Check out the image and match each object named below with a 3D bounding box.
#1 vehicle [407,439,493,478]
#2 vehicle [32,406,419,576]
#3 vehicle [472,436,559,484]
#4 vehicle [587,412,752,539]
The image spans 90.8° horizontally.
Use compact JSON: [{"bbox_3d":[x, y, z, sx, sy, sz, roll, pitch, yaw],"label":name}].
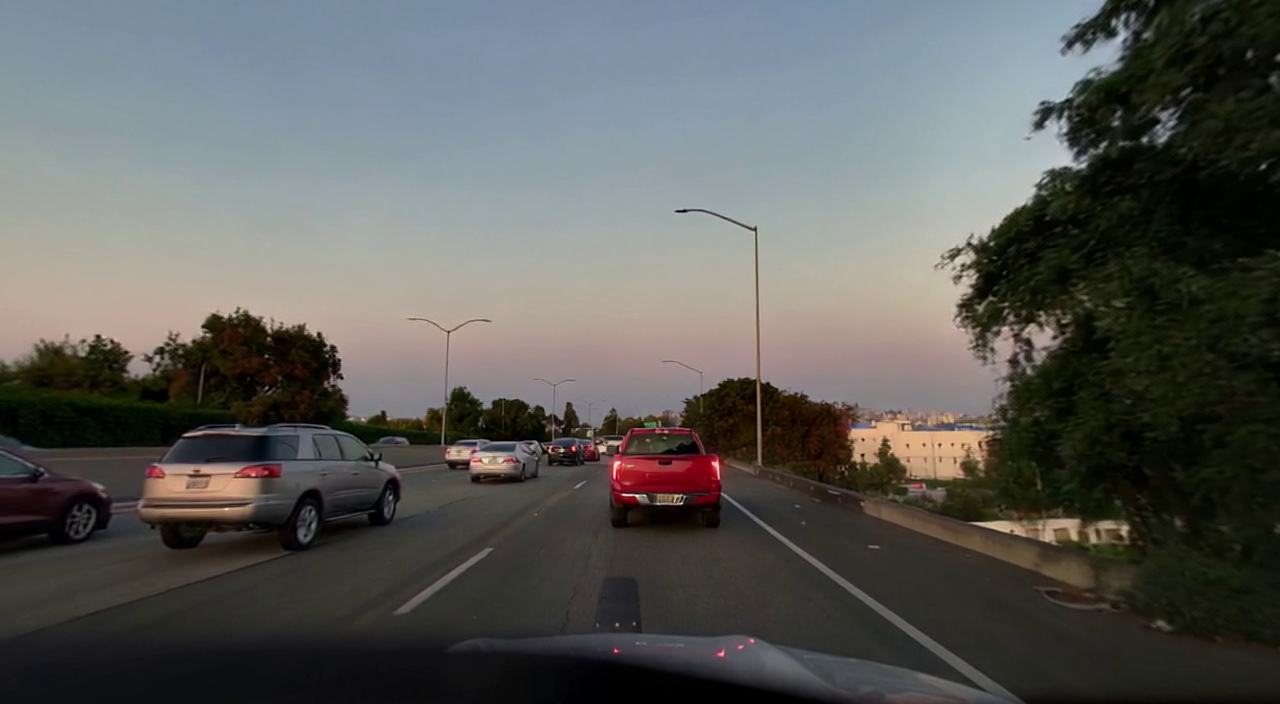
[{"bbox_3d":[-7.745,4.366,26.205,1.925,1.454,4.270,-1,-9,5],"label":"vehicle"},{"bbox_3d":[-4.989,1.727,8.611,2.076,1.688,4.334,-1,-9,5],"label":"vehicle"},{"bbox_3d":[-4.146,3.675,21.745,1.868,1.470,4.105,-1,-9,4],"label":"vehicle"},{"bbox_3d":[0.469,2.025,10.912,2.235,1.716,4.435,-1,-9,2],"label":"vehicle"}]
